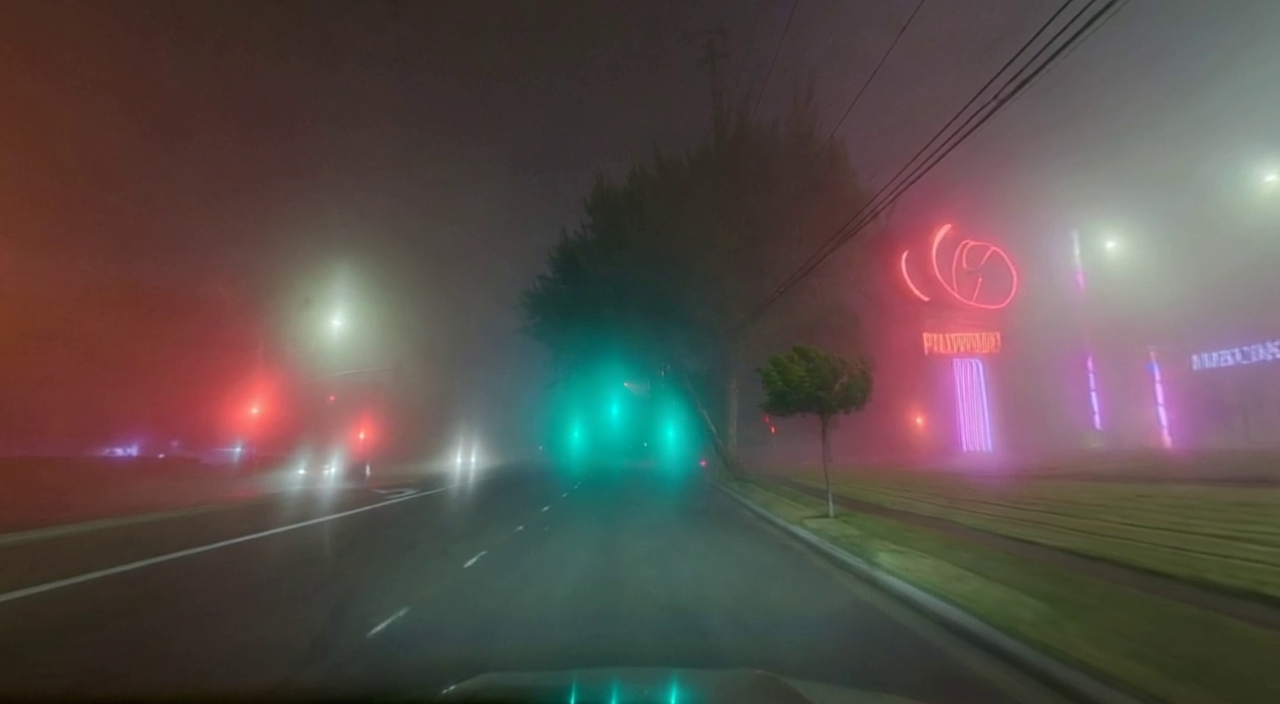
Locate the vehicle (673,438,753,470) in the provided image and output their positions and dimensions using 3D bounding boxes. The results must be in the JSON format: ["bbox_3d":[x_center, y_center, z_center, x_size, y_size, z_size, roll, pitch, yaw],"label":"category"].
[{"bbox_3d":[4.093,5.643,34.983,2.191,1.607,4.361,-8,-12,44],"label":"vehicle"}]

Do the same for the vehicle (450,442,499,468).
[{"bbox_3d":[-12.318,7.710,47.201,2.333,1.775,4.889,0,-9,0],"label":"vehicle"}]

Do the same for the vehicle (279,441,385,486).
[{"bbox_3d":[-12.638,4.578,26.220,2.145,1.660,4.423,0,-9,0],"label":"vehicle"}]
